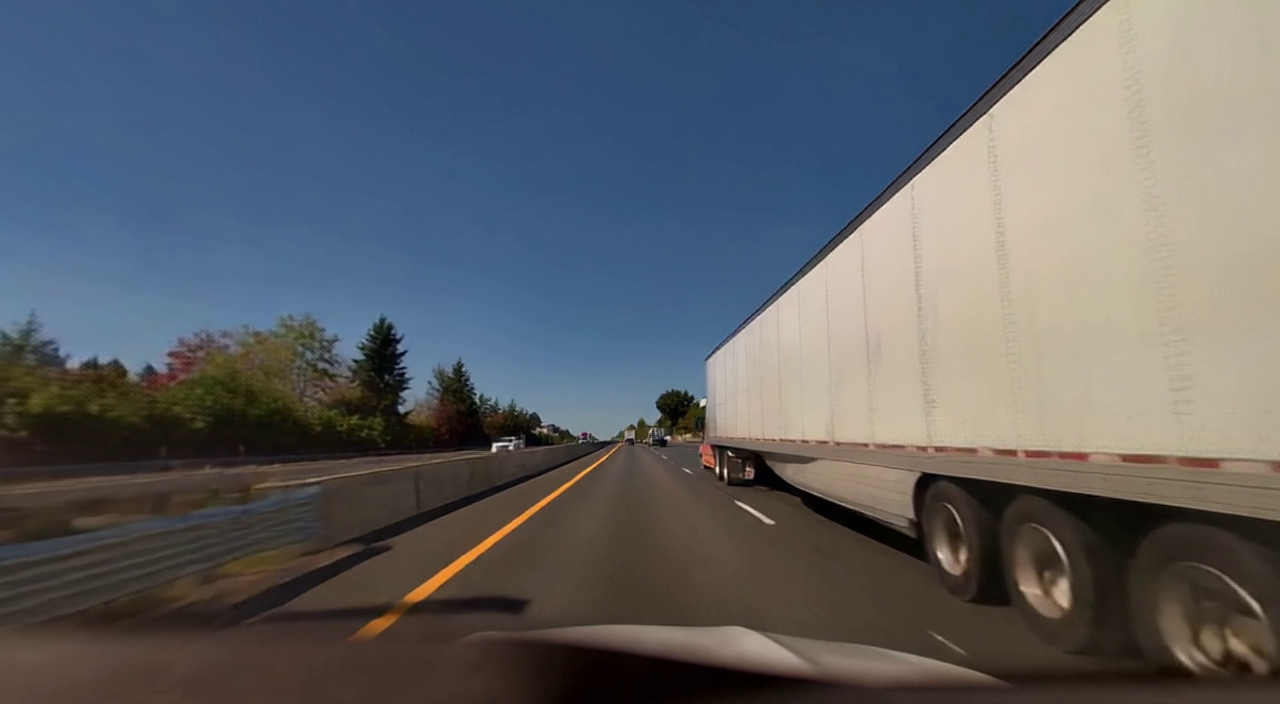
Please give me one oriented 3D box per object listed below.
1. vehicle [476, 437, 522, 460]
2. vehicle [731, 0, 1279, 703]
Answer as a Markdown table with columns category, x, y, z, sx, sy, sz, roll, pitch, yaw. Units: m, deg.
| category | x | y | z | sx | sy | sz | roll | pitch | yaw |
| --- | --- | --- | --- | --- | --- | --- | --- | --- | --- |
| vehicle | -9.529 | 6.539 | 42.931 | 2.106 | 1.457 | 4.262 | 0 | -8 | 0 |
| vehicle | 3.535 | 0.150 | 6.495 | 2.954 | 3.995 | 13.335 | 0 | -8 | -1 |
